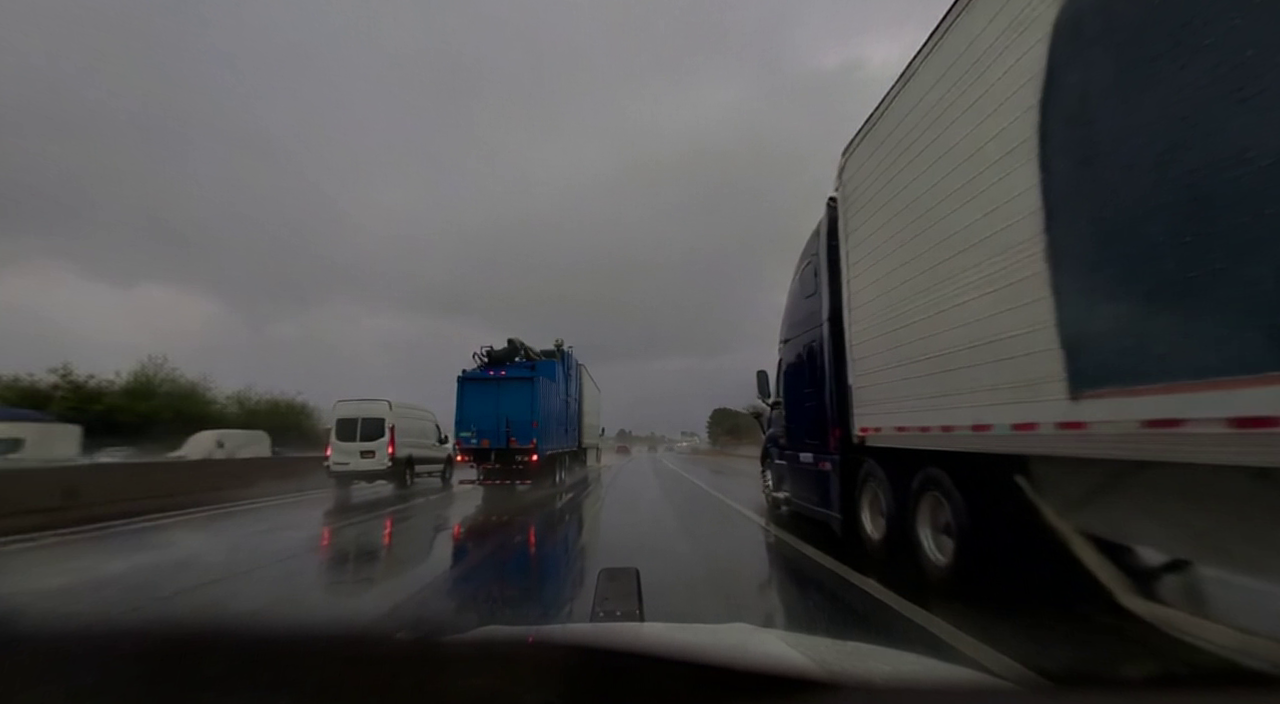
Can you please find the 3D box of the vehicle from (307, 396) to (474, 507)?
[{"bbox_3d":[-6.833,2.846,18.342,2.385,2.672,6.049,0,-8,0],"label":"vehicle"}]

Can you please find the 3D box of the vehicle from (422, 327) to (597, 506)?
[{"bbox_3d":[-3.547,2.721,22.729,2.939,4.132,16.303,0,-9,0],"label":"vehicle"}]
